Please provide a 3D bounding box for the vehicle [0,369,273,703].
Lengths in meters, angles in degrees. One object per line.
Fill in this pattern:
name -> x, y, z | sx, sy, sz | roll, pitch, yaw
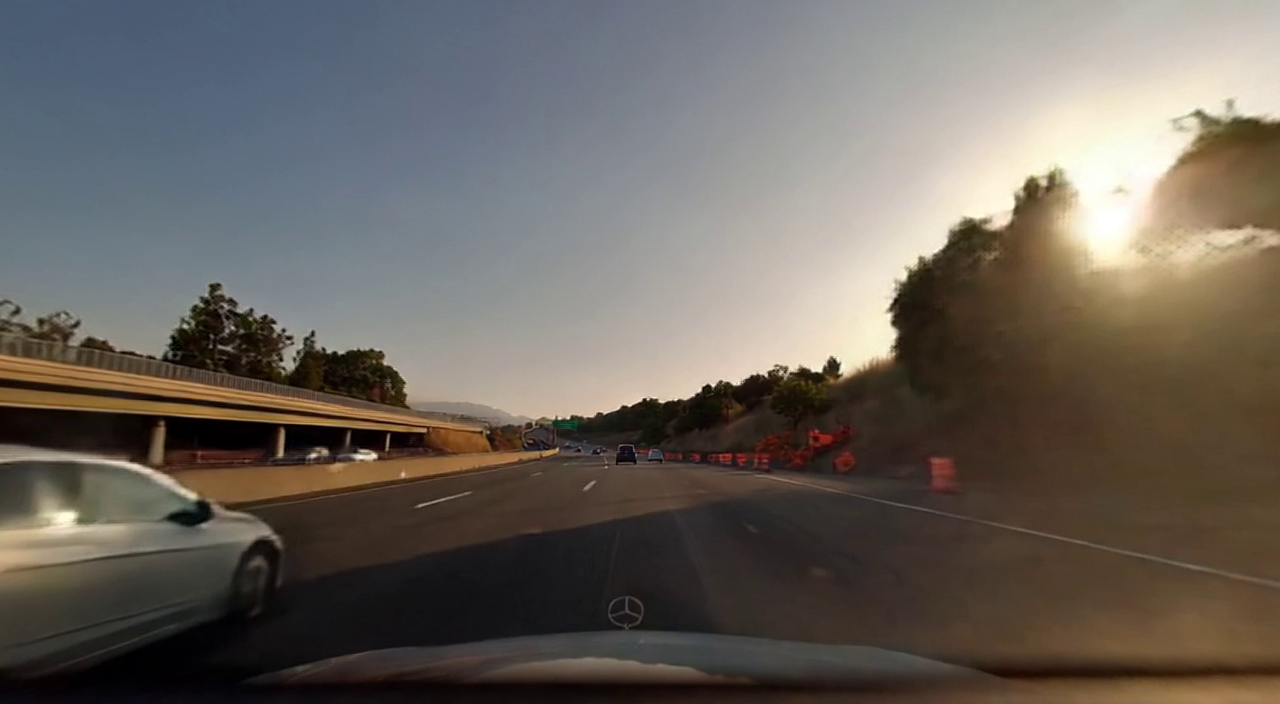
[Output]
vehicle -> -3.840, 0.848, 2.299 | 2.114, 1.650, 4.730 | 0, -8, 0

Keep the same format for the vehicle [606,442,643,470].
vehicle -> -1.126, 7.067, 43.043 | 2.328, 1.805, 4.502 | 0, -8, -3
